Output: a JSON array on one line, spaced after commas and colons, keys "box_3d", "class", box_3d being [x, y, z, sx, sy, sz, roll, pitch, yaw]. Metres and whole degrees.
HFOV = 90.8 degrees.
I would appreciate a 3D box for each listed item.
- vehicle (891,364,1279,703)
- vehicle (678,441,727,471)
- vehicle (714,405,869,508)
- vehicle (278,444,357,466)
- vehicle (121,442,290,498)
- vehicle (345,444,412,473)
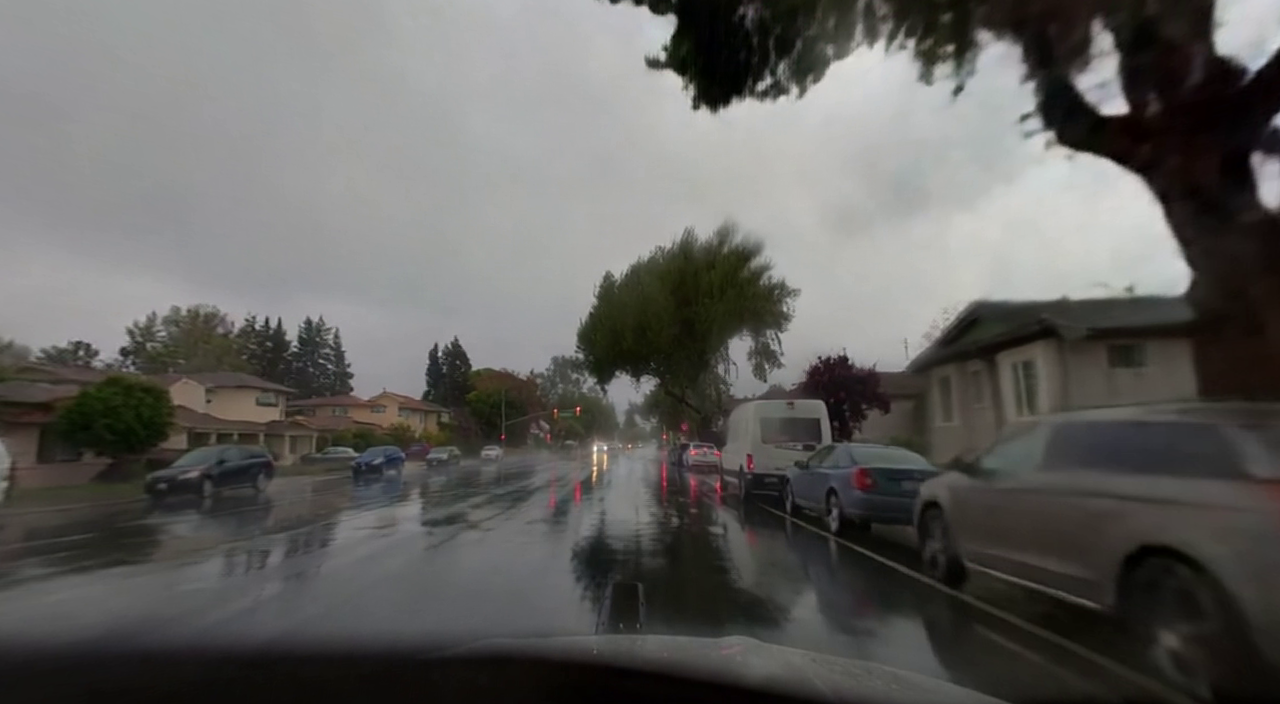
[{"box_3d": [3.963, 1.192, 4.787, 2.067, 1.706, 4.506, 0, -9, -3], "class": "vehicle"}, {"box_3d": [3.227, 5.499, 33.602, 1.956, 1.468, 4.524, 0, -9, -3], "class": "vehicle"}, {"box_3d": [3.527, 2.624, 16.173, 2.521, 2.168, 5.478, 0, -9, -1], "class": "vehicle"}, {"box_3d": [-23.161, 7.415, 45.525, 4.599, 1.433, 1.863, 1, -9, -3], "class": "vehicle"}, {"box_3d": [-14.382, 3.909, 21.423, 2.045, 1.636, 5.214, 0, -9, 0], "class": "vehicle"}, {"box_3d": [-14.889, 6.092, 36.269, 1.923, 1.535, 4.862, 0, -9, -2], "class": "vehicle"}]
